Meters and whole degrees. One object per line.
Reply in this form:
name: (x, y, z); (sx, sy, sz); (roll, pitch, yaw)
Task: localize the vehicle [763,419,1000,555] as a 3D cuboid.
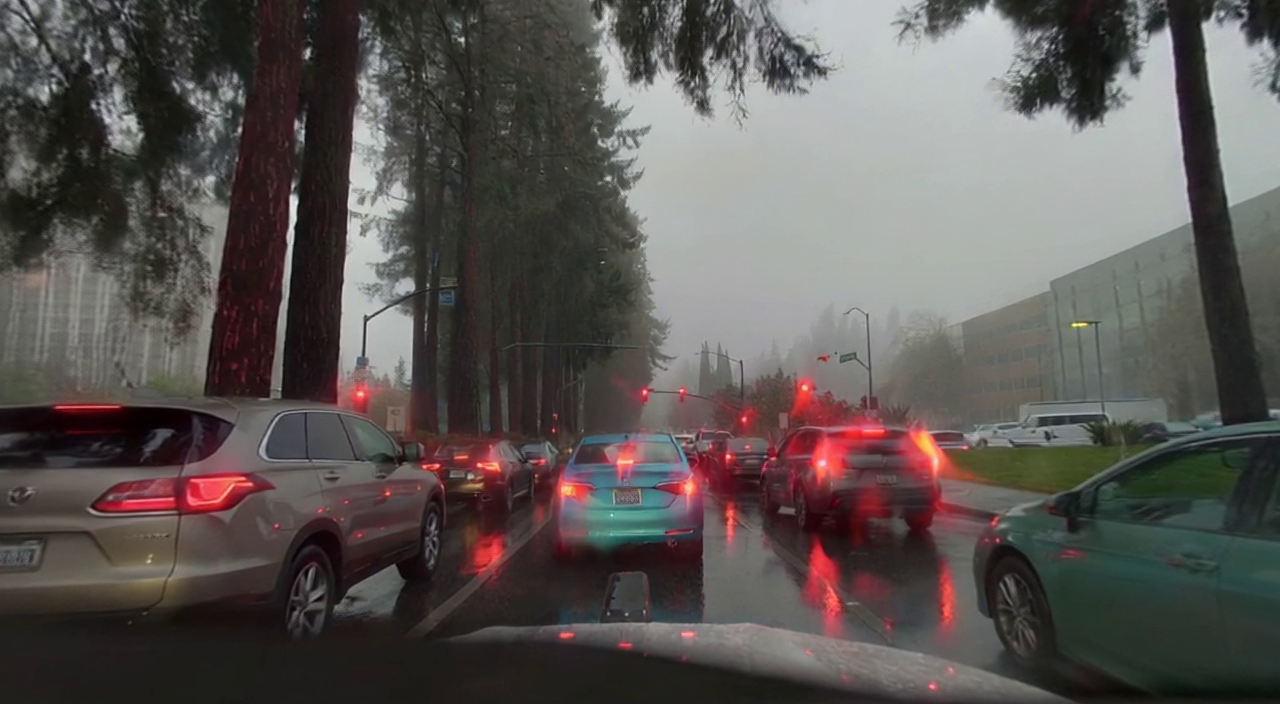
vehicle: (3.401, 1.990, 10.009); (2.040, 1.647, 4.379); (0, -8, 1)

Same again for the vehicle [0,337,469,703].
vehicle: (-3.147, 1.145, 5.044); (2.168, 1.750, 4.625); (-1, -8, 1)

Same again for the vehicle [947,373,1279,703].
vehicle: (3.317, 0.948, 2.824); (1.899, 1.588, 3.888); (0, -8, 0)

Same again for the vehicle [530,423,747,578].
vehicle: (-0.036, 1.775, 8.319); (2.147, 1.507, 3.953); (0, -8, -1)

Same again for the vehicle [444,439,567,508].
vehicle: (-3.063, 2.858, 15.309); (1.975, 1.420, 4.196); (0, -8, 1)
